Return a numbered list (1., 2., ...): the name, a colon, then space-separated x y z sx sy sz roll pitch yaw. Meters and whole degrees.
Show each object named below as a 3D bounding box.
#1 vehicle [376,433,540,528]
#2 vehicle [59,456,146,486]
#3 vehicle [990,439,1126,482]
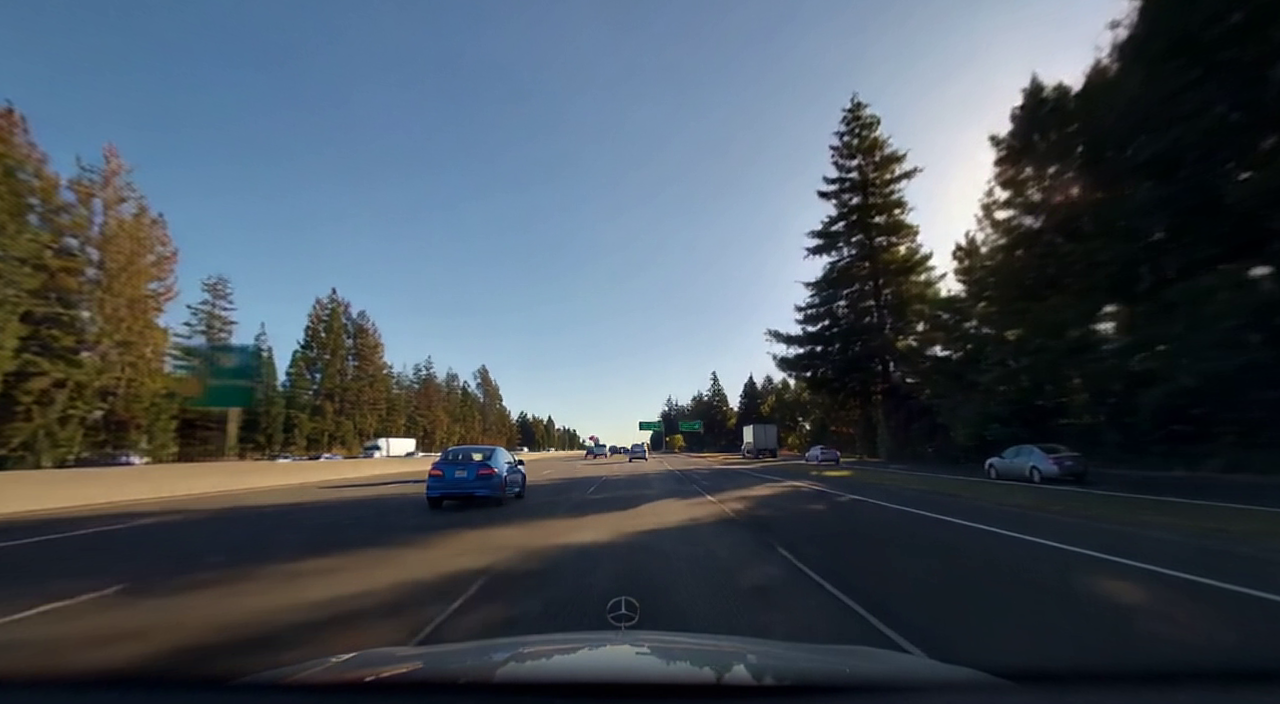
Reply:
1. vehicle: -3.366 2.463 12.660 2.020 1.554 4.137 0 -9 0
2. vehicle: -36.878 8.155 43.540 2.009 1.826 4.800 1 -9 -5
3. vehicle: 15.792 4.122 24.279 1.873 1.463 4.937 0 -9 0
